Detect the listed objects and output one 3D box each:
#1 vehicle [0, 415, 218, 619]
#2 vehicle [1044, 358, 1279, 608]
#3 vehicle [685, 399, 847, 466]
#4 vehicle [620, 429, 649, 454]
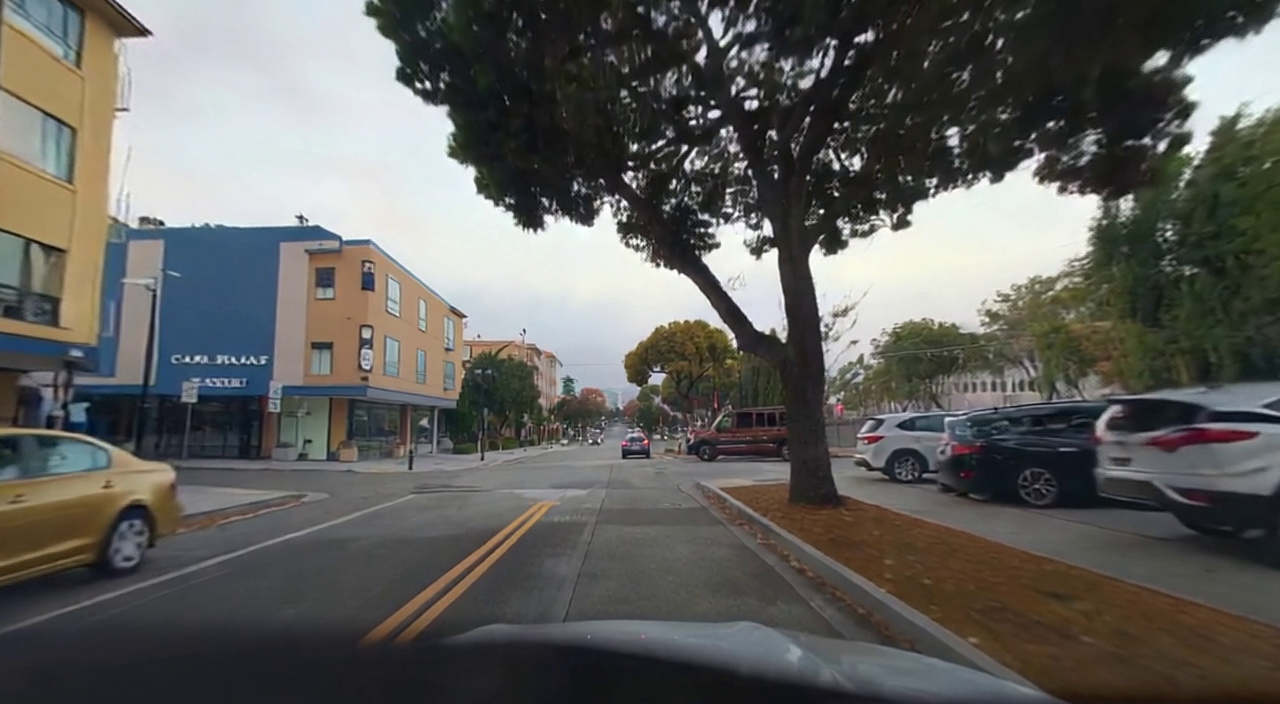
[{"bbox_3d":[-5.953,1.362,5.436,1.856,1.587,4.042,0,-8,-2],"label":"vehicle"},{"bbox_3d":[6.103,0.791,5.051,4.261,1.578,2.010,-4,-7,-2],"label":"vehicle"},{"bbox_3d":[5.161,3.377,26.346,6.221,2.498,2.239,-5,-9,33],"label":"vehicle"},{"bbox_3d":[-0.474,7.077,49.732,2.152,1.874,4.209,0,-8,-1],"label":"vehicle"}]
